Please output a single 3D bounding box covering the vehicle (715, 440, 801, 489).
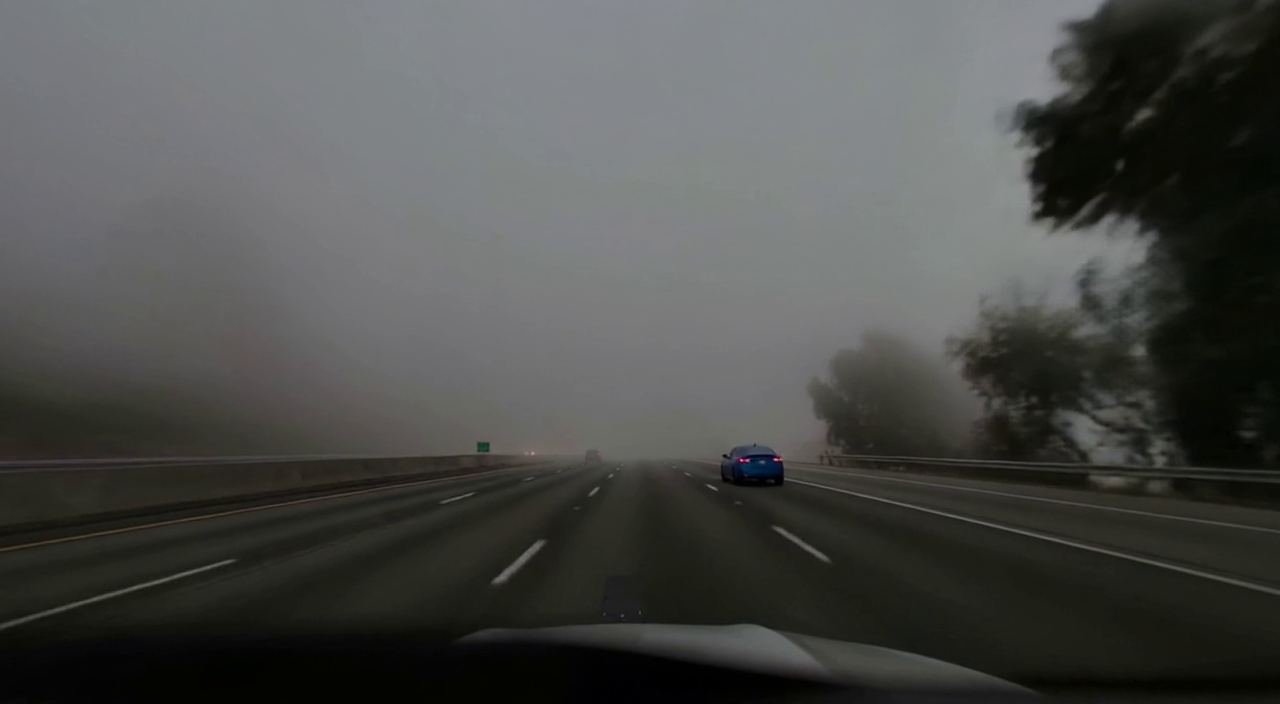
[{"bbox_3d":[3.910,3.812,21.689,2.033,1.501,4.398,0,-9,-1],"label":"vehicle"}]
